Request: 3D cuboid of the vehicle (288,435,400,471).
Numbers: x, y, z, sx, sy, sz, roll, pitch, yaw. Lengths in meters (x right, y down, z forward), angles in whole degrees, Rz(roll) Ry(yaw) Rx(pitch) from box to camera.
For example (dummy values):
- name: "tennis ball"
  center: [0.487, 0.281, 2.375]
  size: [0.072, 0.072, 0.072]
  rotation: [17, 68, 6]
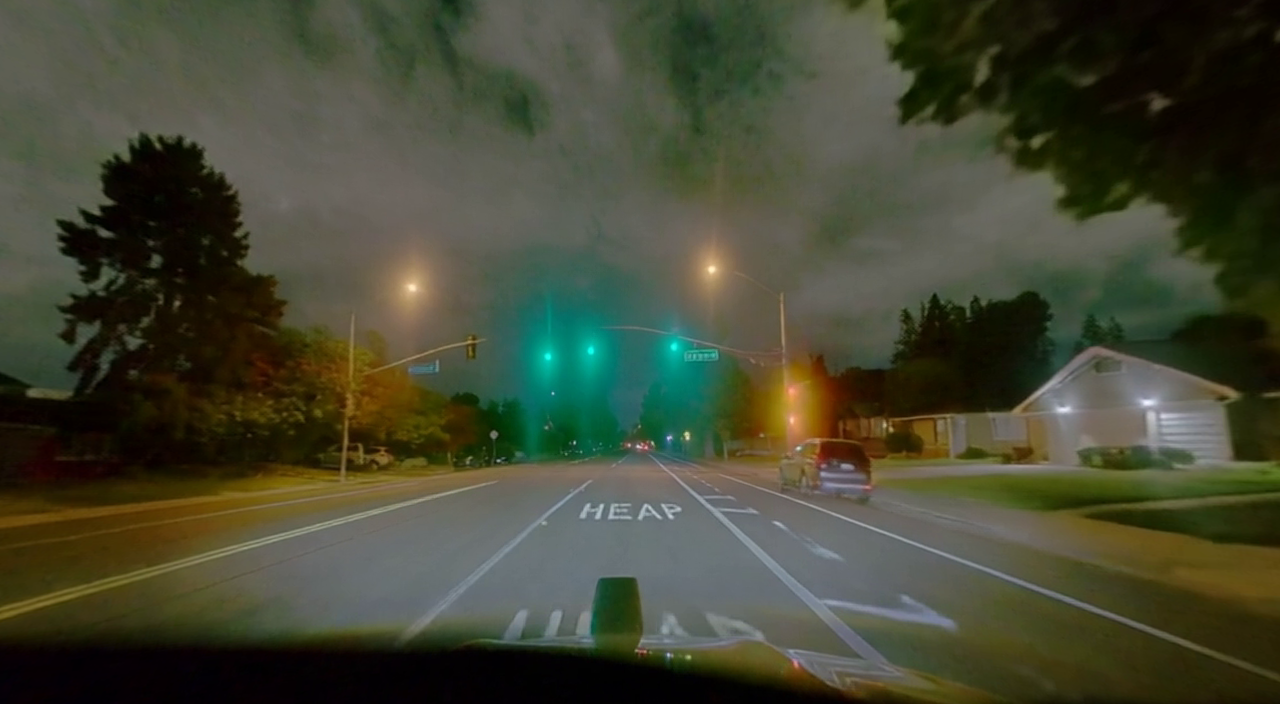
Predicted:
- name: "vehicle"
  center: [-17.837, 6.157, 38.145]
  size: [5.656, 1.999, 2.307]
  rotation: [-1, -10, 3]

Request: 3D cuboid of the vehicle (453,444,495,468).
- name: "vehicle"
  center: [-12.095, 7.629, 46.112]
  size: [1.932, 1.673, 4.314]
  rotation: [-1, -10, -1]

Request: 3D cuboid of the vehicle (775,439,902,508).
- name: "vehicle"
  center: [5.210, 3.225, 17.223]
  size: [1.979, 1.637, 4.321]
  rotation: [0, -9, -1]
